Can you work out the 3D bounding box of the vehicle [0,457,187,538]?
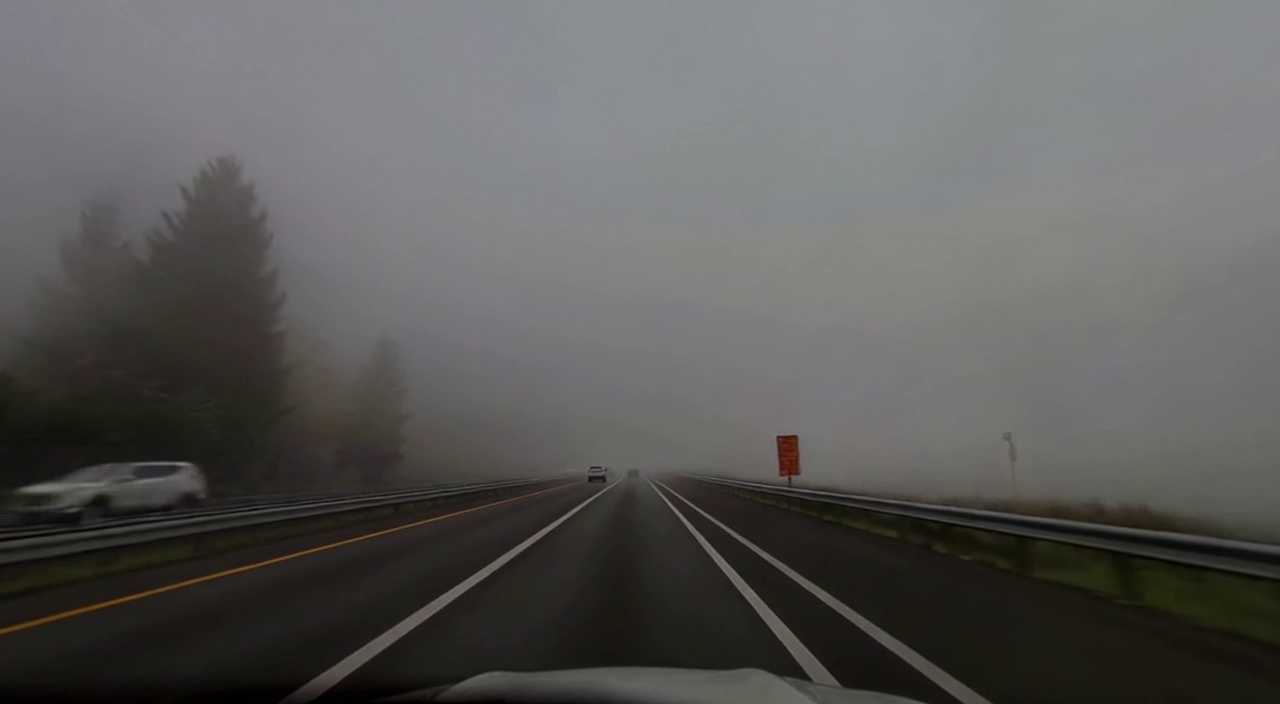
[{"bbox_3d":[-13.043,3.216,14.406,1.983,1.520,4.466,1,-10,0],"label":"vehicle"}]
